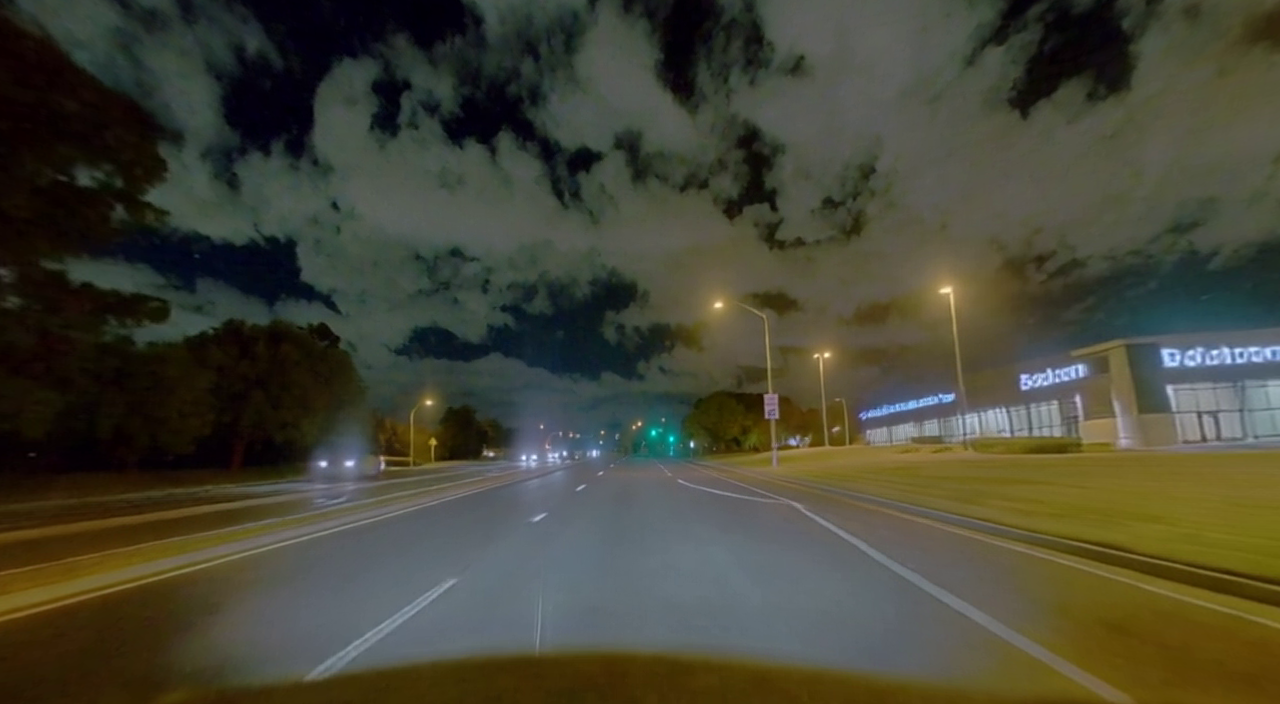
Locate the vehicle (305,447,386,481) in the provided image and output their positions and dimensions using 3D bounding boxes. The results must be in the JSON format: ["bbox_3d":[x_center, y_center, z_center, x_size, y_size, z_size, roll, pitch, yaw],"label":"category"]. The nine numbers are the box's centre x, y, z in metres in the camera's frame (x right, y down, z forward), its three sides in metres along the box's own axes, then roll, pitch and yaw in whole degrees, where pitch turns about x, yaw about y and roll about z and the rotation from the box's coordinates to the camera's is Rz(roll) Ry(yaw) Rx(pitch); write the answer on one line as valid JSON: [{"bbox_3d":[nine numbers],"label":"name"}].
[{"bbox_3d":[-16.007,6.094,34.678,2.131,1.679,4.554,-1,-8,2],"label":"vehicle"}]
